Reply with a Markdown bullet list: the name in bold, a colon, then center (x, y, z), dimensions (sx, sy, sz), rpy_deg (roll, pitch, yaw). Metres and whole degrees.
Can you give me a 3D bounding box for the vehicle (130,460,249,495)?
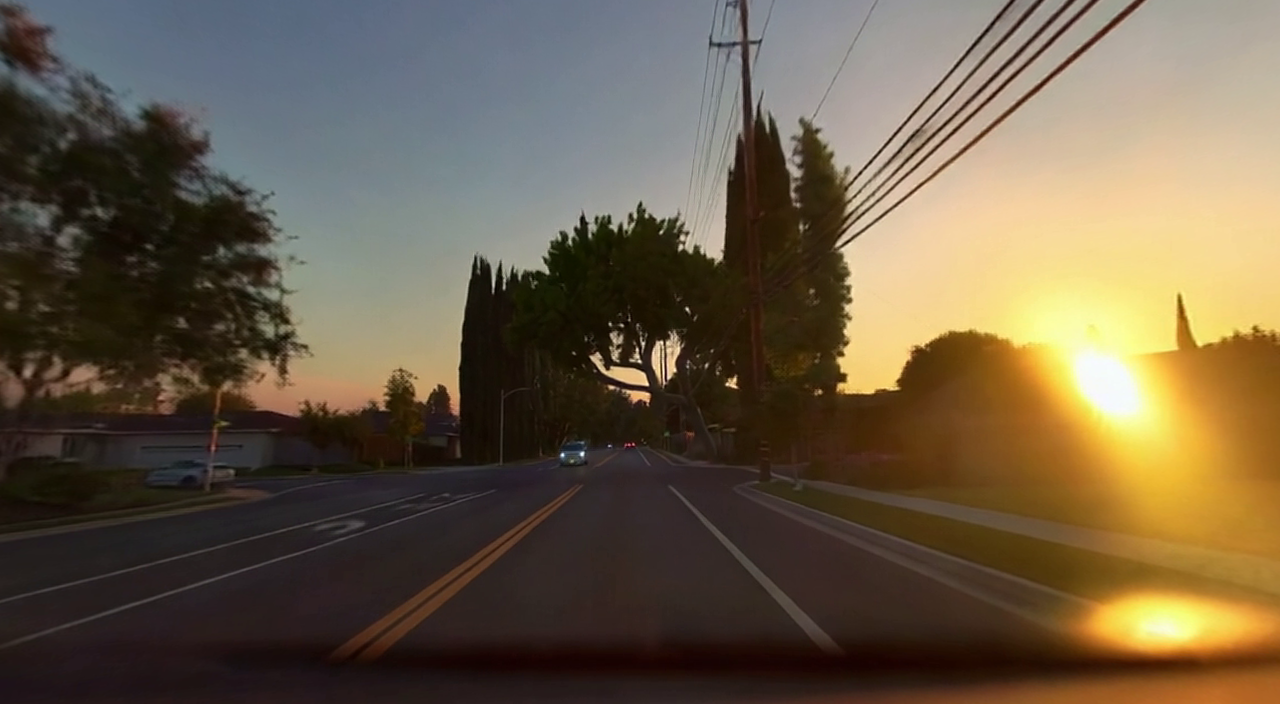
- **vehicle**: center (-21.125, 5.898, 29.743), dimensions (4.241, 1.385, 1.727), rpy_deg (2, -11, 2)
